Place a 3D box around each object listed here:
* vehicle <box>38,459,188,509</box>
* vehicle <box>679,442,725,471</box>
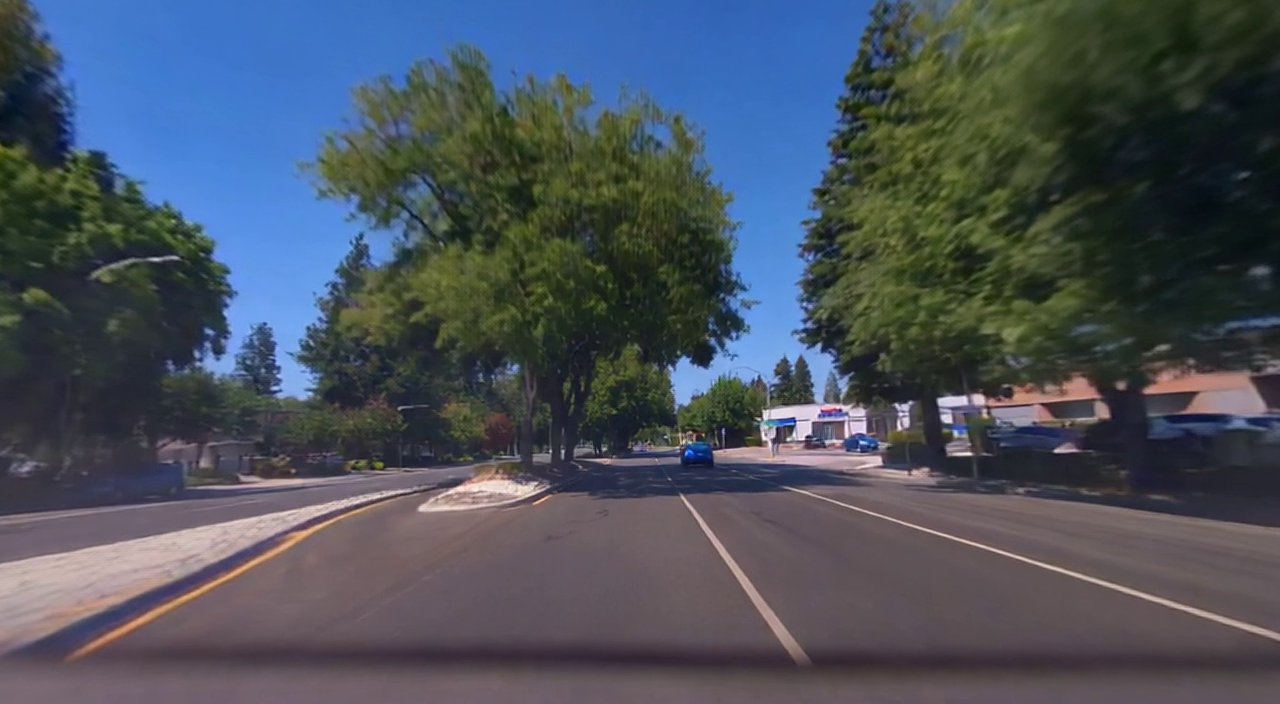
[{"bbox_3d":[-19.677,4.906,23.884,1.949,1.610,4.279,0,-8,0],"label":"vehicle"},{"bbox_3d":[3.159,5.454,33.200,1.929,1.411,4.284,0,-8,-1],"label":"vehicle"}]
